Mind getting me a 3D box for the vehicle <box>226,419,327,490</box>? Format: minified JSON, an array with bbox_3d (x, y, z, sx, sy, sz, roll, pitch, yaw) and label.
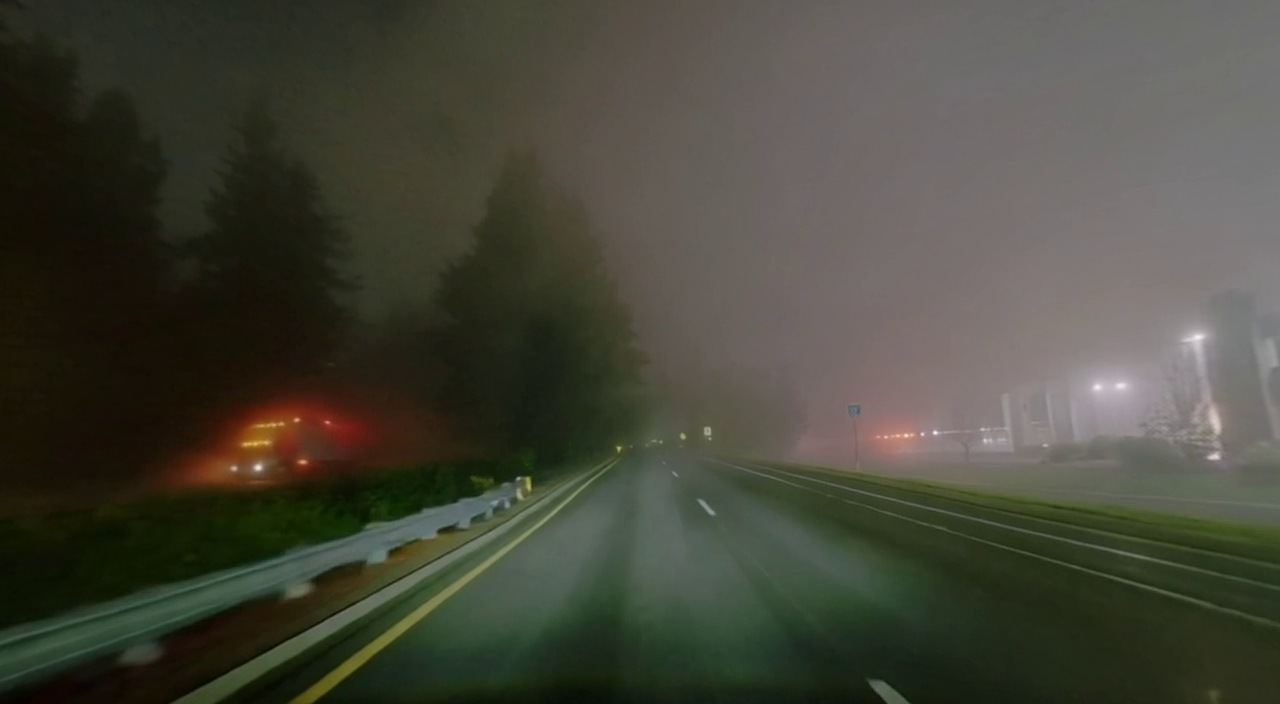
[{"bbox_3d":[-17.174,4.813,30.101,2.575,2.950,4.003,-4,-7,-3],"label":"vehicle"}]
